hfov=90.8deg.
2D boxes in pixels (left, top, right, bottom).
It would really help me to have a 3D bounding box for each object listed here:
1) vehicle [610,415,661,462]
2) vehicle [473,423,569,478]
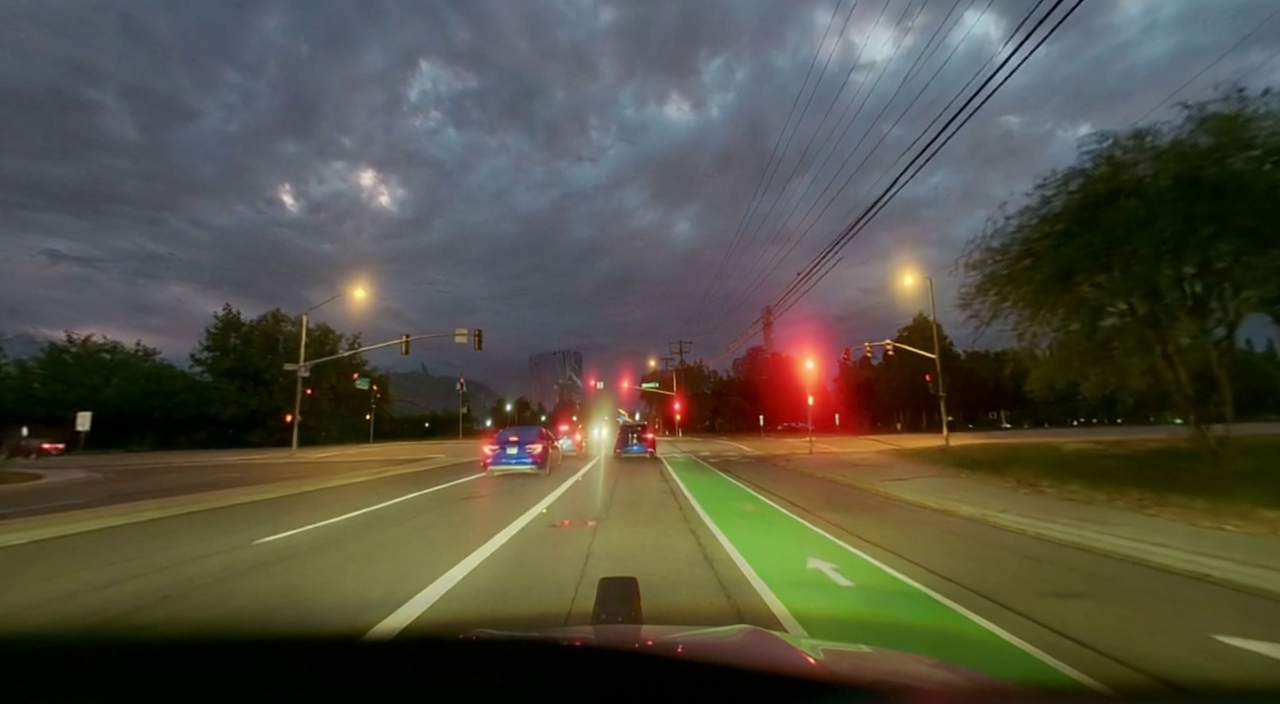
[{"bbox_3d":[-0.237,3.887,28.279,2.036,1.885,5.196,1,-8,-1],"label":"vehicle"},{"bbox_3d":[-3.623,3.041,20.316,2.138,1.488,5.327,1,-6,-1],"label":"vehicle"}]
